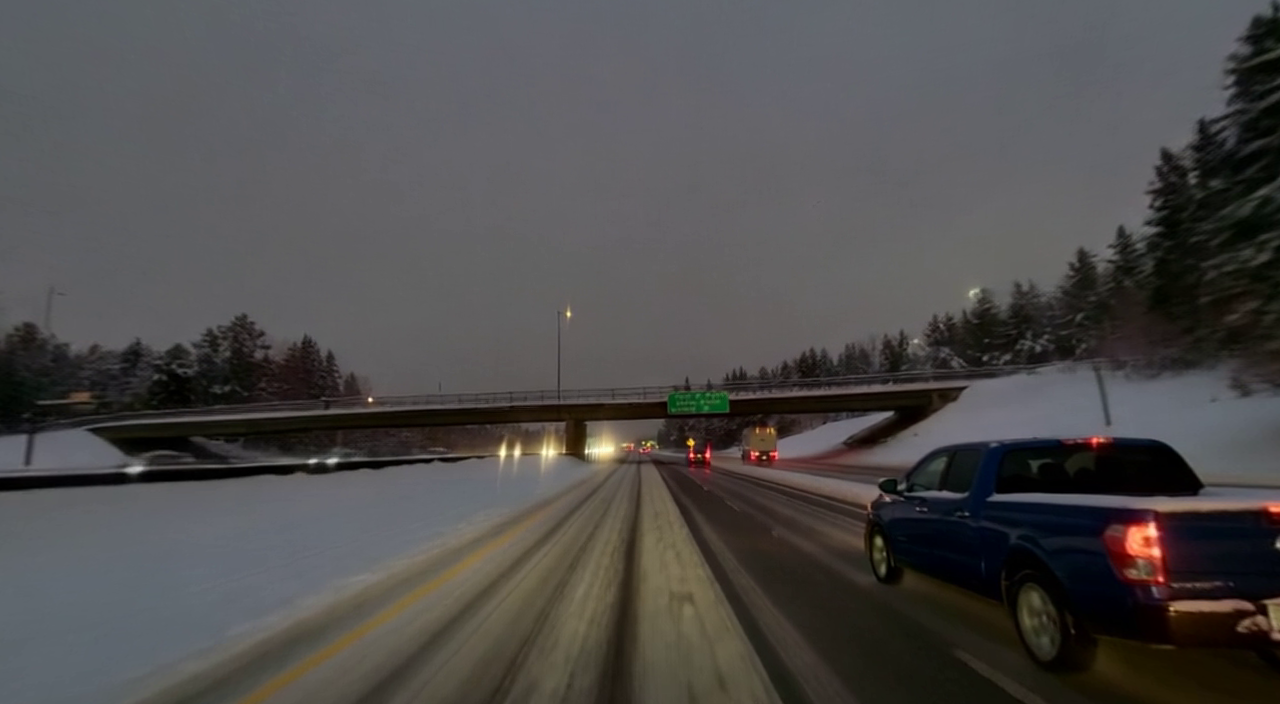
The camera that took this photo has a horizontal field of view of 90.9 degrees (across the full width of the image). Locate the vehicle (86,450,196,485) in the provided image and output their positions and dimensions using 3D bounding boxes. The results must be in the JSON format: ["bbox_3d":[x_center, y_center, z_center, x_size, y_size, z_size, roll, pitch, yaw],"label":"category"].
[{"bbox_3d":[-25.728,5.955,32.795,1.888,1.608,4.652,0,-8,0],"label":"vehicle"}]

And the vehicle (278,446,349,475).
[{"bbox_3d":[-21.684,7.198,42.132,2.110,1.746,4.793,0,-8,0],"label":"vehicle"}]

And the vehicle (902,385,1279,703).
[{"bbox_3d":[3.401,1.010,3.137,2.119,1.524,4.807,0,-8,0],"label":"vehicle"}]

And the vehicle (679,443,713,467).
[{"bbox_3d":[4.033,7.488,45.942,2.014,1.643,4.039,0,-8,-1],"label":"vehicle"}]
